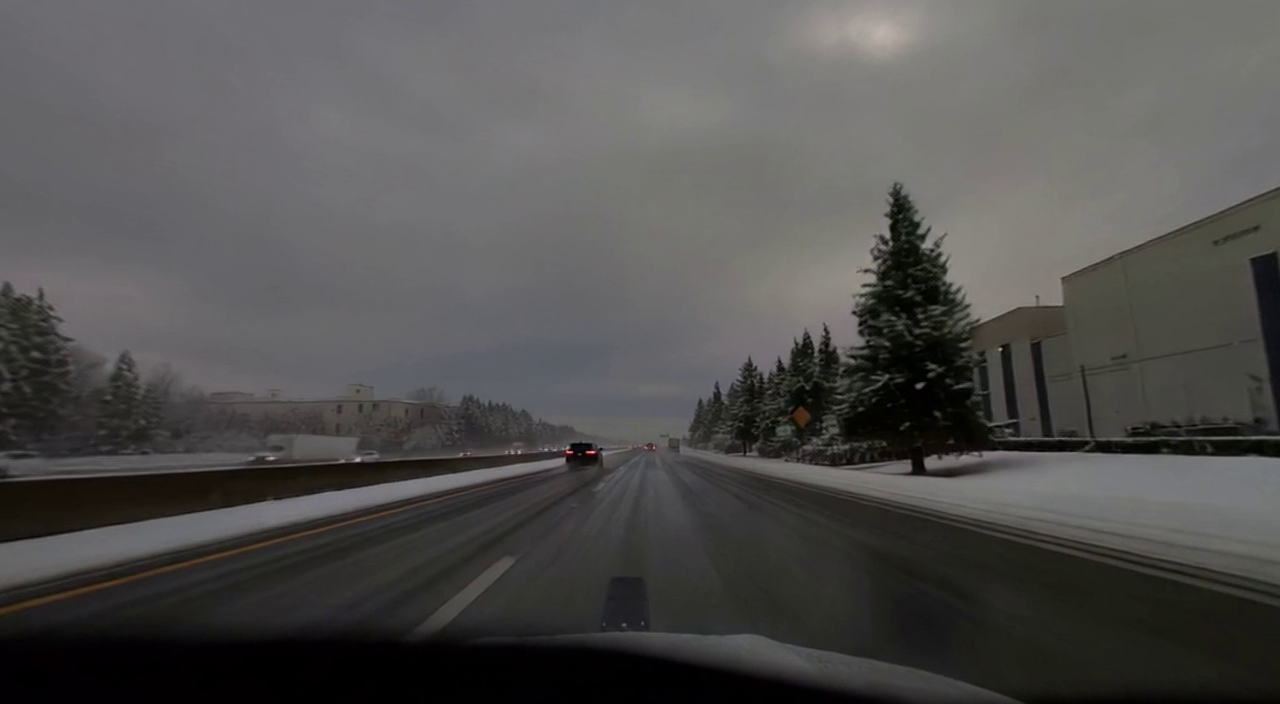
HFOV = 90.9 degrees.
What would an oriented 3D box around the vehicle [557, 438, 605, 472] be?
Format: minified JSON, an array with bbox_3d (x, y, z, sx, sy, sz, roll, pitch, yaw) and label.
[{"bbox_3d":[-3.358,6.021,37.064,2.218,1.850,4.774,-1,-9,2],"label":"vehicle"}]
